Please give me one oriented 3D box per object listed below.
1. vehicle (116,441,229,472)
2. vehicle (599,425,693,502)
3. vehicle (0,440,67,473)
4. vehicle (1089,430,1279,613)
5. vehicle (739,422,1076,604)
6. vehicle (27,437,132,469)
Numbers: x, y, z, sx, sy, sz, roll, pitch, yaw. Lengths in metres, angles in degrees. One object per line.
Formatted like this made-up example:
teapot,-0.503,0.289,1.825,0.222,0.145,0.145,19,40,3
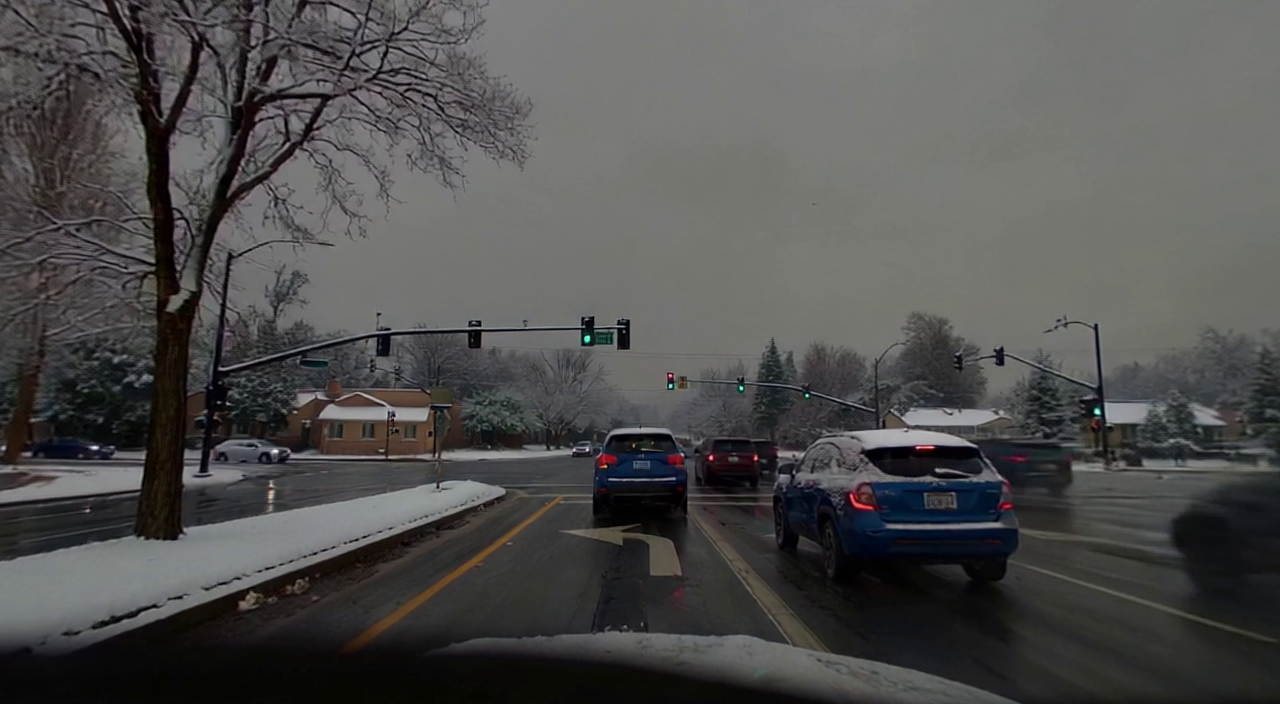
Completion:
vehicle,-26.341,5.886,35.636,4.724,1.630,1.968,0,-8,-3
vehicle,0.077,2.798,16.205,2.099,1.705,4.020,0,-8,-1
vehicle,-35.041,5.778,34.939,4.465,1.693,1.959,2,-9,-1
vehicle,6.250,1.353,4.935,2.043,1.479,4.661,0,-8,0
vehicle,2.560,1.661,7.479,2.009,1.480,4.423,0,-8,-1
vehicle,-36.843,6.631,41.536,4.771,1.778,2.032,3,-8,-3
